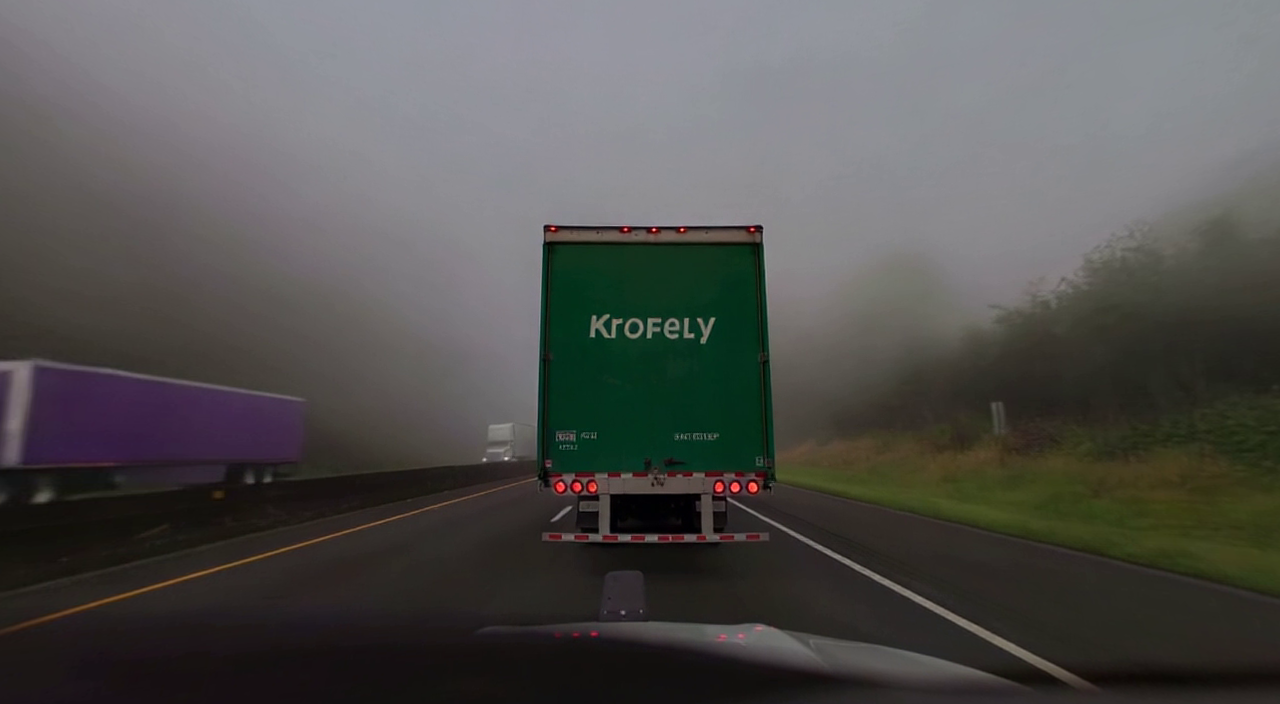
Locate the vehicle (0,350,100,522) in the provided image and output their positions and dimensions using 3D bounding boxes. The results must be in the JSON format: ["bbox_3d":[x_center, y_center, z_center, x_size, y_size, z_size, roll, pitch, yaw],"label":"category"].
[{"bbox_3d":[-16.393,1.888,14.203,2.992,3.946,5.787,0,-9,0],"label":"vehicle"}]

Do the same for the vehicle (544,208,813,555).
[{"bbox_3d":[0.478,1.402,15.016,3.230,4.377,14.405,0,-9,0],"label":"vehicle"}]

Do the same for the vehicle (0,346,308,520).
[{"bbox_3d":[-16.379,2.868,20.893,2.886,4.022,14.136,0,-9,1],"label":"vehicle"}]
